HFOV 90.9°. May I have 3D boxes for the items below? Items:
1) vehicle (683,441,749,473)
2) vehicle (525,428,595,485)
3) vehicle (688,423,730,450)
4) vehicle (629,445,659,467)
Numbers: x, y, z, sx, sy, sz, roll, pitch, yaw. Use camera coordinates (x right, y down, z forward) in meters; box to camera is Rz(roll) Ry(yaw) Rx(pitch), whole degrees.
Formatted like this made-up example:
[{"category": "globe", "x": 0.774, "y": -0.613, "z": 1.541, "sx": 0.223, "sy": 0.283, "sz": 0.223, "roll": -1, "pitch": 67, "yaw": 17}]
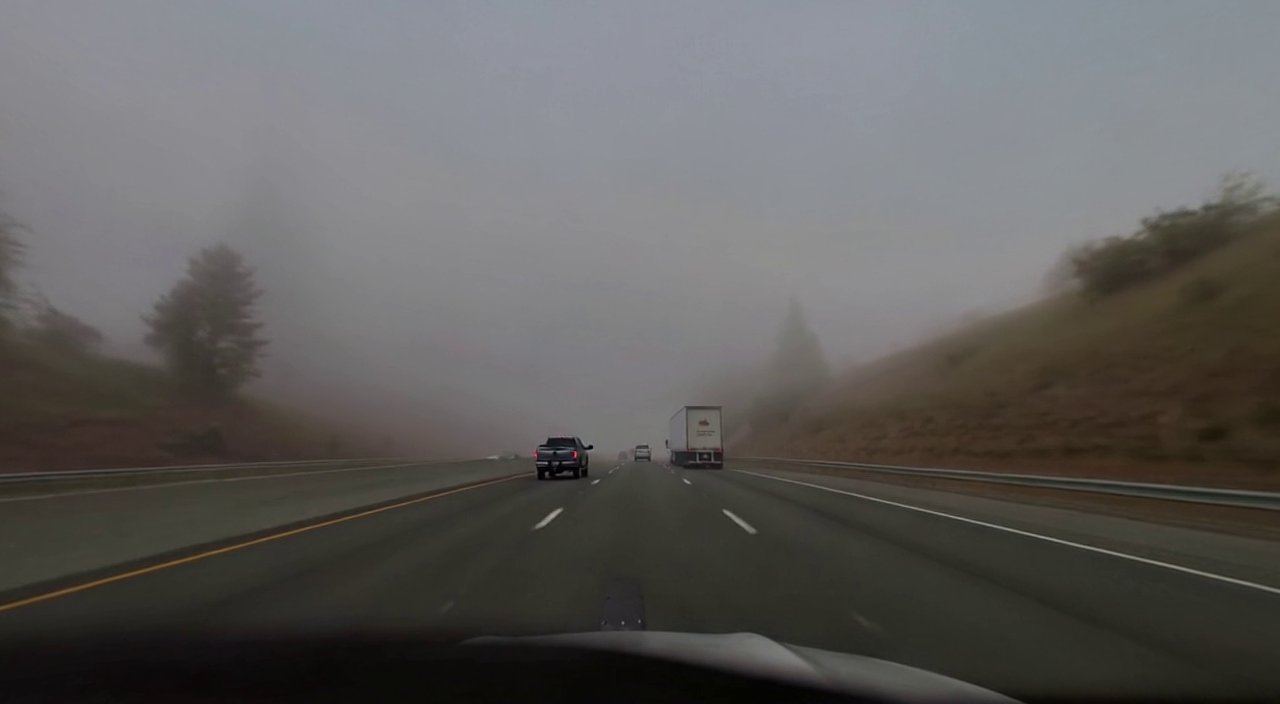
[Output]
[{"category": "vehicle", "x": 4.185, "y": 6.085, "z": 36.720, "sx": 2.654, "sy": 1.574, "sz": 9.537, "roll": 0, "pitch": -9, "yaw": 0}, {"category": "vehicle", "x": -3.074, "y": 4.167, "z": 25.180, "sx": 2.142, "sy": 2.044, "sz": 4.446, "roll": 0, "pitch": -9, "yaw": 1}, {"category": "vehicle", "x": 4.096, "y": 5.128, "z": 37.992, "sx": 1.968, "sy": 1.547, "sz": 4.215, "roll": 0, "pitch": -9, "yaw": -1}, {"category": "vehicle", "x": 0.276, "y": 7.581, "z": 46.013, "sx": 2.086, "sy": 1.497, "sz": 3.681, "roll": 0, "pitch": -9, "yaw": 0}]
